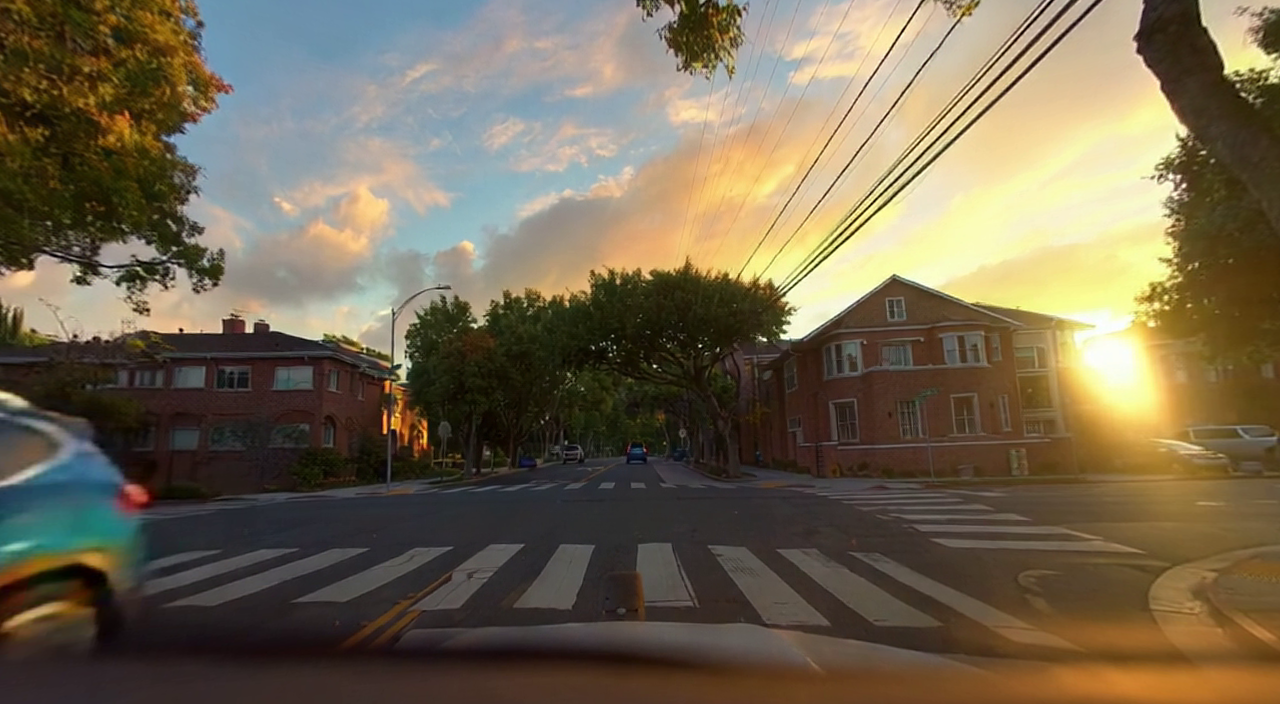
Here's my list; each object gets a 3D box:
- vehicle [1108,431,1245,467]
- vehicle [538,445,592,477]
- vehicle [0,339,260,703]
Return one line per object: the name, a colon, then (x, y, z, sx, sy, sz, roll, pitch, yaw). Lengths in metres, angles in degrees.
vehicle: (23.427, 4.274, 27.876, 1.841, 1.448, 4.688, 0, -8, -1)
vehicle: (-3.605, 5.327, 31.166, 2.102, 1.463, 4.024, 0, -9, 1)
vehicle: (-3.660, 0.752, 1.854, 2.330, 1.768, 4.553, 0, -8, -2)
